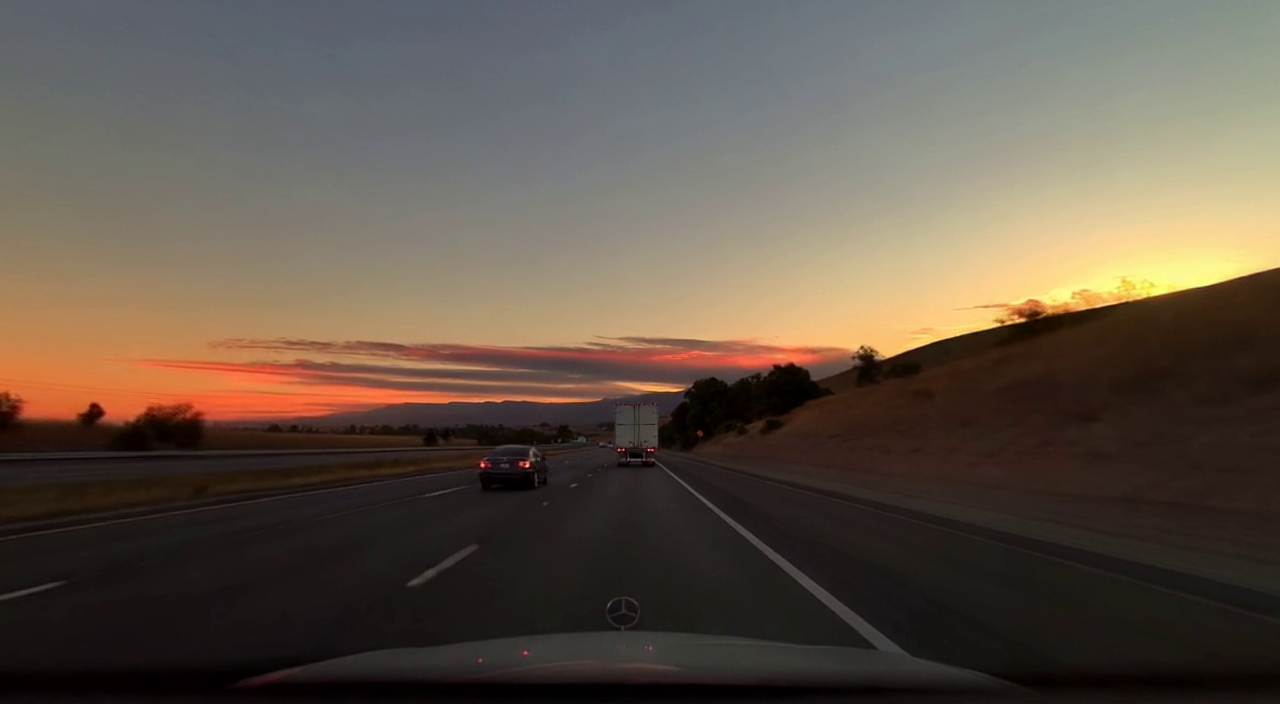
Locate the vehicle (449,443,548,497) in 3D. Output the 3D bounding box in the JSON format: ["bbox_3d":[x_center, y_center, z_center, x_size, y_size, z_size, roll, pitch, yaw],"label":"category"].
[{"bbox_3d":[-4.257,3.638,19.893,1.892,1.471,5.047,0,-9,1],"label":"vehicle"}]
